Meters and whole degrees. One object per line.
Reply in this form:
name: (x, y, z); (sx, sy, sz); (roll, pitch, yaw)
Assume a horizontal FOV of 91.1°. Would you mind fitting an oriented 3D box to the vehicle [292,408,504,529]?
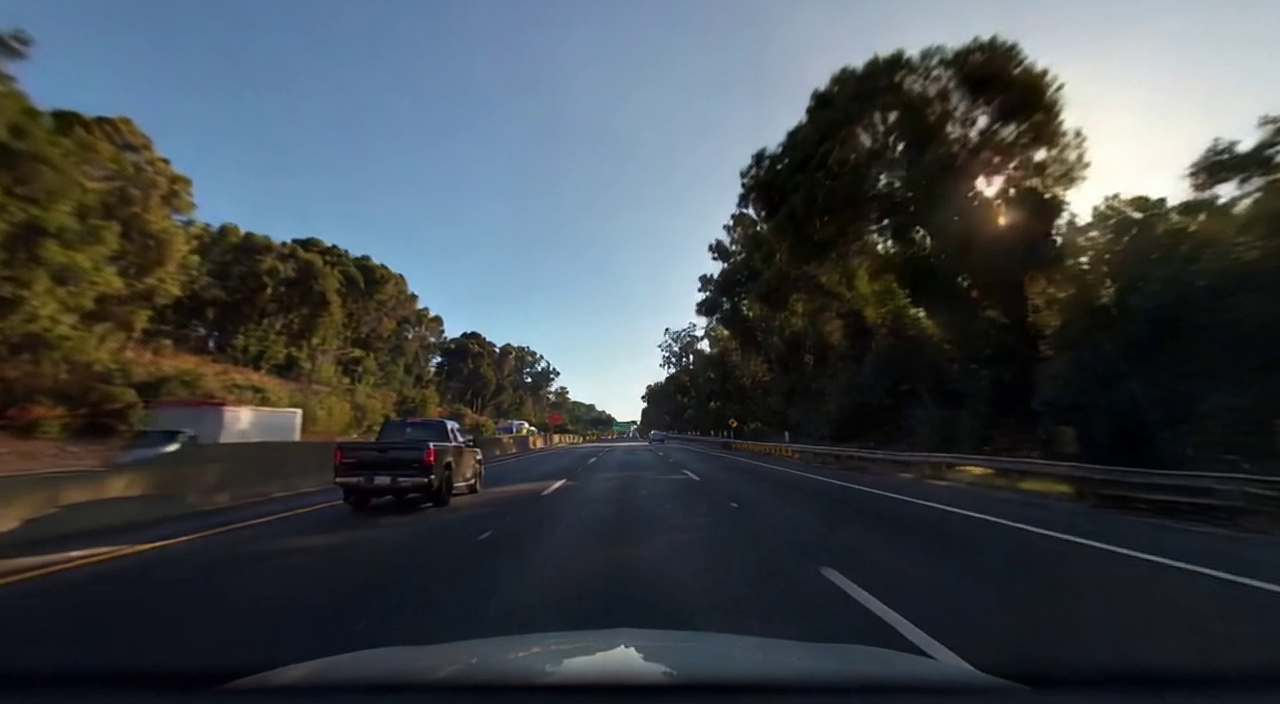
vehicle: (-3.694, 1.839, 10.512); (2.000, 1.620, 3.929); (0, -8, -1)
